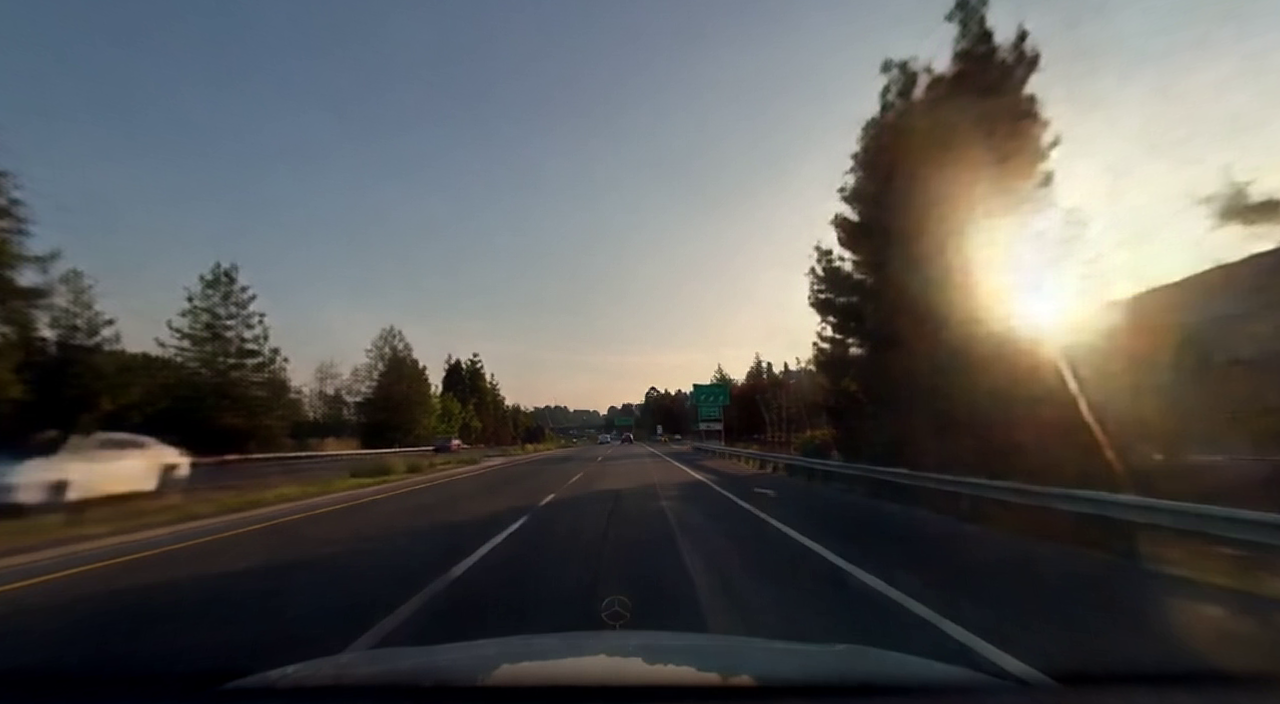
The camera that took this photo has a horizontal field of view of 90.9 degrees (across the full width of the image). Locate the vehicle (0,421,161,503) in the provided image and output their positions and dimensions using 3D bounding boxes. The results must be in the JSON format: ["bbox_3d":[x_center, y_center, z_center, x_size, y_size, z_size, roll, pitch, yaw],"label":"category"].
[{"bbox_3d":[-13.391,2.414,14.297,1.837,1.574,4.094,0,-8,-1],"label":"vehicle"}]
